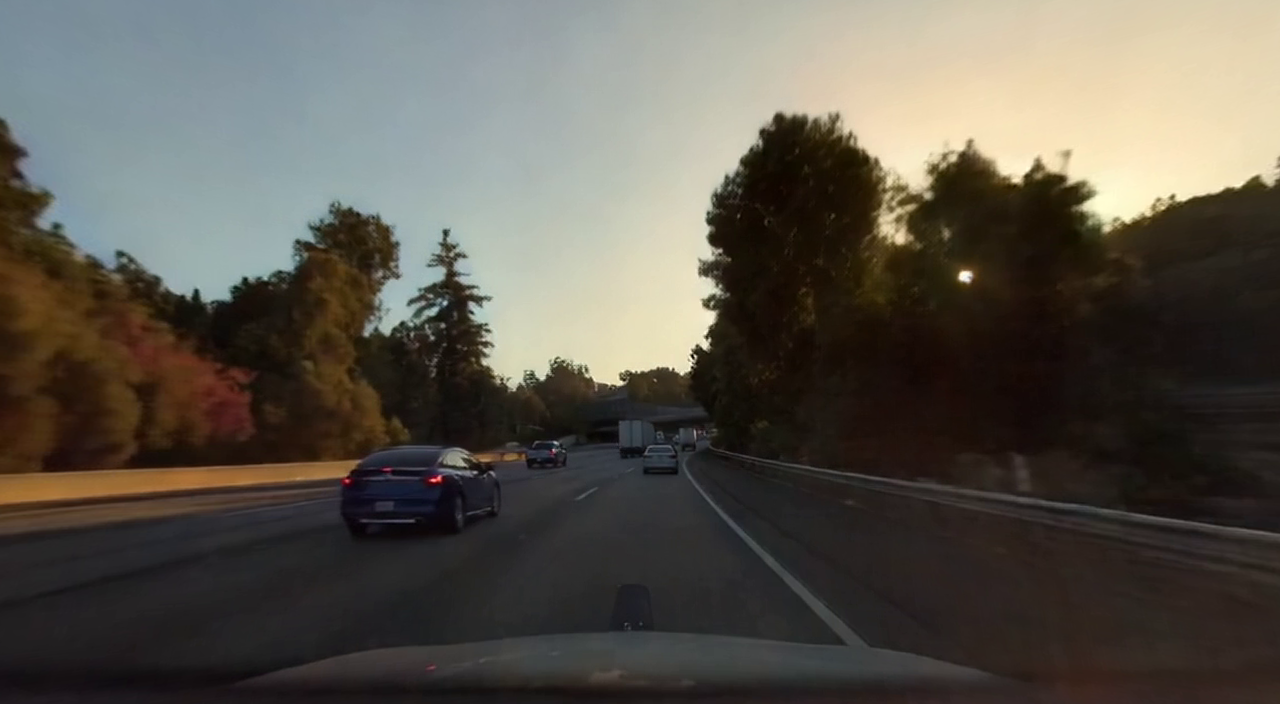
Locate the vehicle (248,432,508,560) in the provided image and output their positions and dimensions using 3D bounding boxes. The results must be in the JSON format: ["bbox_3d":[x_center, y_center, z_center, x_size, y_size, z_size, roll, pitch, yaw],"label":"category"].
[{"bbox_3d":[-3.571,2.043,9.765,1.916,1.486,4.631,0,-9,2],"label":"vehicle"}]

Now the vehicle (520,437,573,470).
[{"bbox_3d":[-5.614,6.203,38.627,2.142,1.833,4.854,-1,-9,5],"label":"vehicle"}]

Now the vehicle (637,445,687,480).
[{"bbox_3d":[0.968,4.681,26.865,1.984,1.365,3.767,0,-9,3],"label":"vehicle"}]
